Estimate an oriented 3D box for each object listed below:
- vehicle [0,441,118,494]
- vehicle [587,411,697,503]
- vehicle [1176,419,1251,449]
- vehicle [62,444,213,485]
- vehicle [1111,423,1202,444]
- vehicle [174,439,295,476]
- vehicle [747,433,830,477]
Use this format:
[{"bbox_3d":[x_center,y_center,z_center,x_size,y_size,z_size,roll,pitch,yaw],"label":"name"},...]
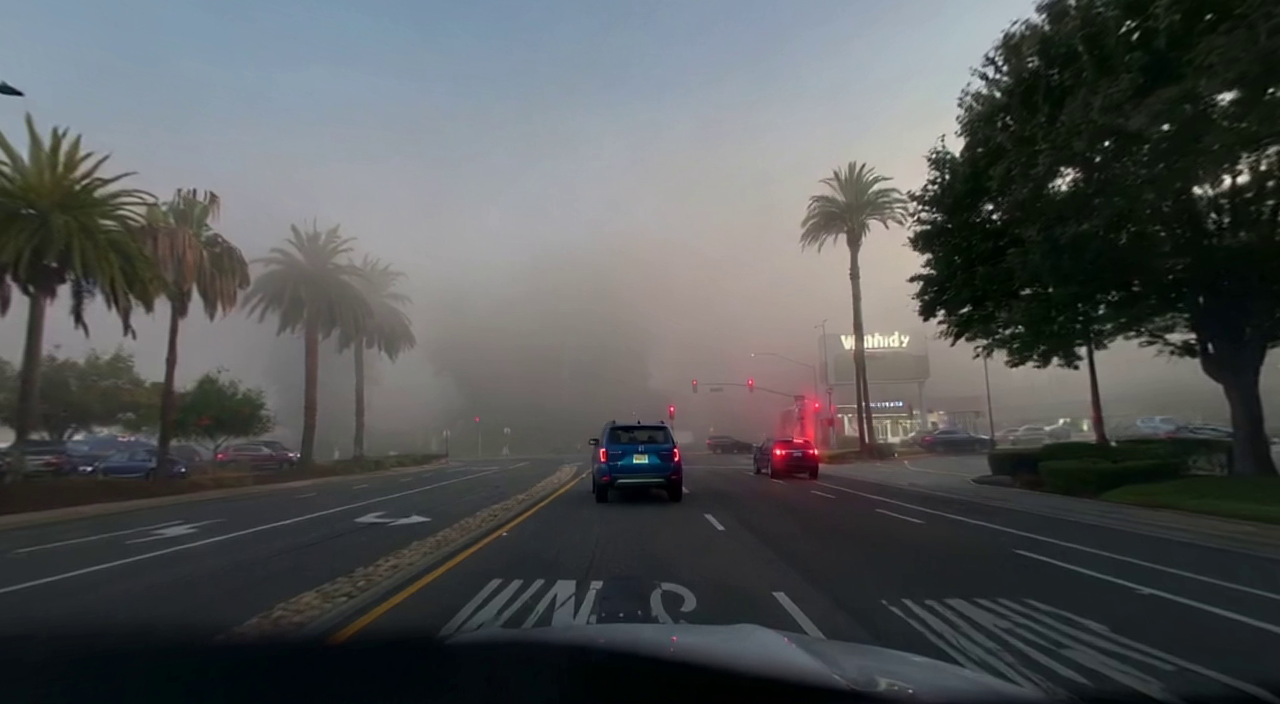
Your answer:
[{"bbox_3d":[-19.442,3.547,19.628,4.415,1.547,2.257,0,-8,0],"label":"vehicle"},{"bbox_3d":[-0.144,2.588,15.935,2.263,1.932,4.709,1,-8,-6],"label":"vehicle"},{"bbox_3d":[29.687,4.285,32.862,1.869,1.427,4.687,-5,-10,30],"label":"vehicle"},{"bbox_3d":[-19.648,4.395,24.847,4.370,1.504,1.864,0,-8,2],"label":"vehicle"},{"bbox_3d":[37.562,5.972,46.082,4.677,1.478,1.821,-4,-9,24],"label":"vehicle"},{"bbox_3d":[-19.313,5.019,30.222,4.510,1.682,1.902,0,-8,2],"label":"vehicle"},{"bbox_3d":[5.791,4.087,25.273,2.086,1.560,4.542,0,-8,-2],"label":"vehicle"}]
